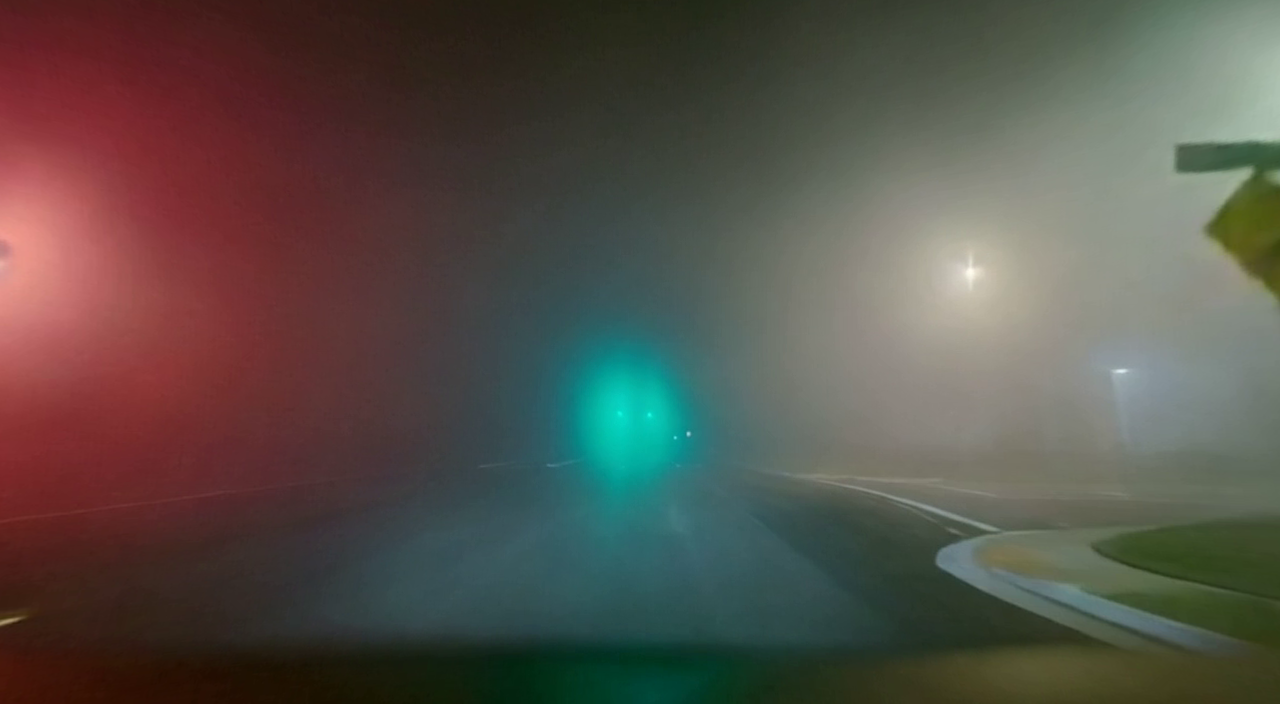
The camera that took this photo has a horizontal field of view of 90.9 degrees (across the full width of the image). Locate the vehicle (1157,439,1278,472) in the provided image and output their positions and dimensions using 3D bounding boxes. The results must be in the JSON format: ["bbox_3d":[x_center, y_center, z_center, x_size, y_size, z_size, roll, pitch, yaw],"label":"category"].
[{"bbox_3d":[28.214,5.061,31.015,1.783,1.461,4.311,0,-8,-2],"label":"vehicle"}]
